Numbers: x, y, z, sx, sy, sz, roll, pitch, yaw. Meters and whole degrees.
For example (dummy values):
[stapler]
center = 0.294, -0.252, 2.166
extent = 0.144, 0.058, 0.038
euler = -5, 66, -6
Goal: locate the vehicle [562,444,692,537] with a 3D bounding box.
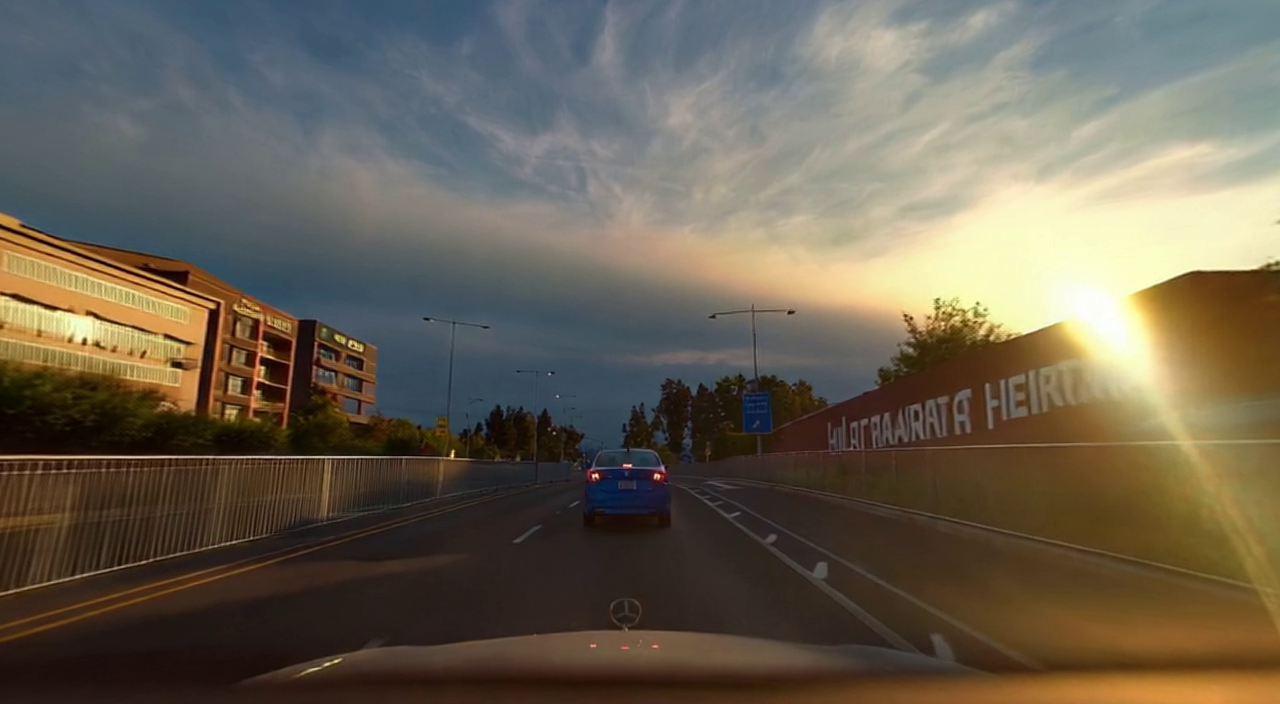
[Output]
[vehicle]
center = -0.219, 2.510, 12.054
extent = 2.063, 1.442, 3.933
euler = 0, -9, 0
